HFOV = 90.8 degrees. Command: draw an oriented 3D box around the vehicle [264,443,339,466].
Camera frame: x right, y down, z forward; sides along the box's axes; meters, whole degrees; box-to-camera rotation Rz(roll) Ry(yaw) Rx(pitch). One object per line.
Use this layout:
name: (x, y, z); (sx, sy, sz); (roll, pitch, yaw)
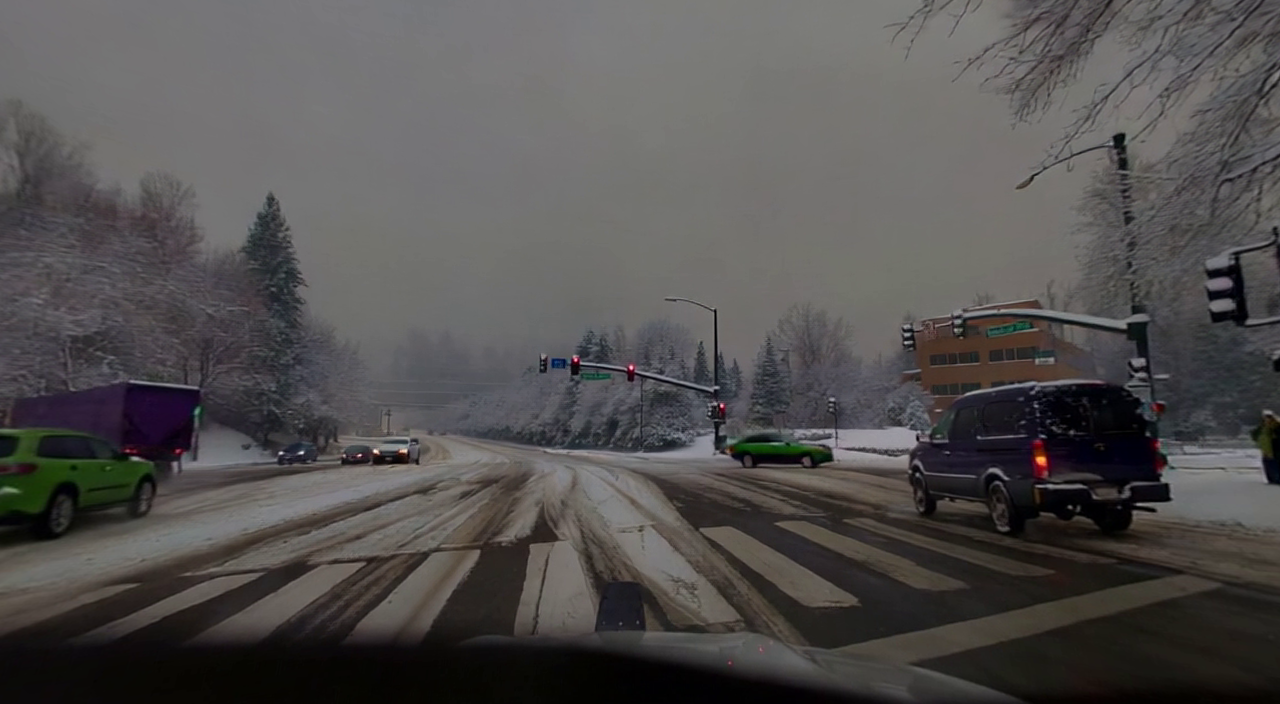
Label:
vehicle: (-21.833, 6.641, 41.010); (1.859, 1.415, 4.591); (-1, -9, 8)

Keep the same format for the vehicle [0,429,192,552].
vehicle: (-9.163, 2.016, 9.832); (1.993, 1.496, 4.524); (2, -9, -14)

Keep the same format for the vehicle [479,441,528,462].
vehicle: (-10.142, 7.462, 47.402); (2.097, 1.484, 4.596); (-1, -9, 7)

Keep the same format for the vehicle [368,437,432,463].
vehicle: (-17.374, 7.151, 46.006); (2.189, 1.753, 4.785); (-1, -9, 8)

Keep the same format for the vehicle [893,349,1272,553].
vehicle: (6.537, 1.603, 10.538); (2.332, 2.511, 5.326); (0, -9, -1)

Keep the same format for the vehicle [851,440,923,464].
vehicle: (17.112, 6.922, 43.671); (4.524, 1.560, 2.052); (4, -10, -27)

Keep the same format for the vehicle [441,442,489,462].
vehicle: (-13.178, 7.586, 47.853); (1.845, 1.426, 4.289); (-1, -9, 8)

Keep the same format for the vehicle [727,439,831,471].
vehicle: (6.942, 5.093, 31.413); (4.846, 1.487, 2.086); (-3, -9, 16)
